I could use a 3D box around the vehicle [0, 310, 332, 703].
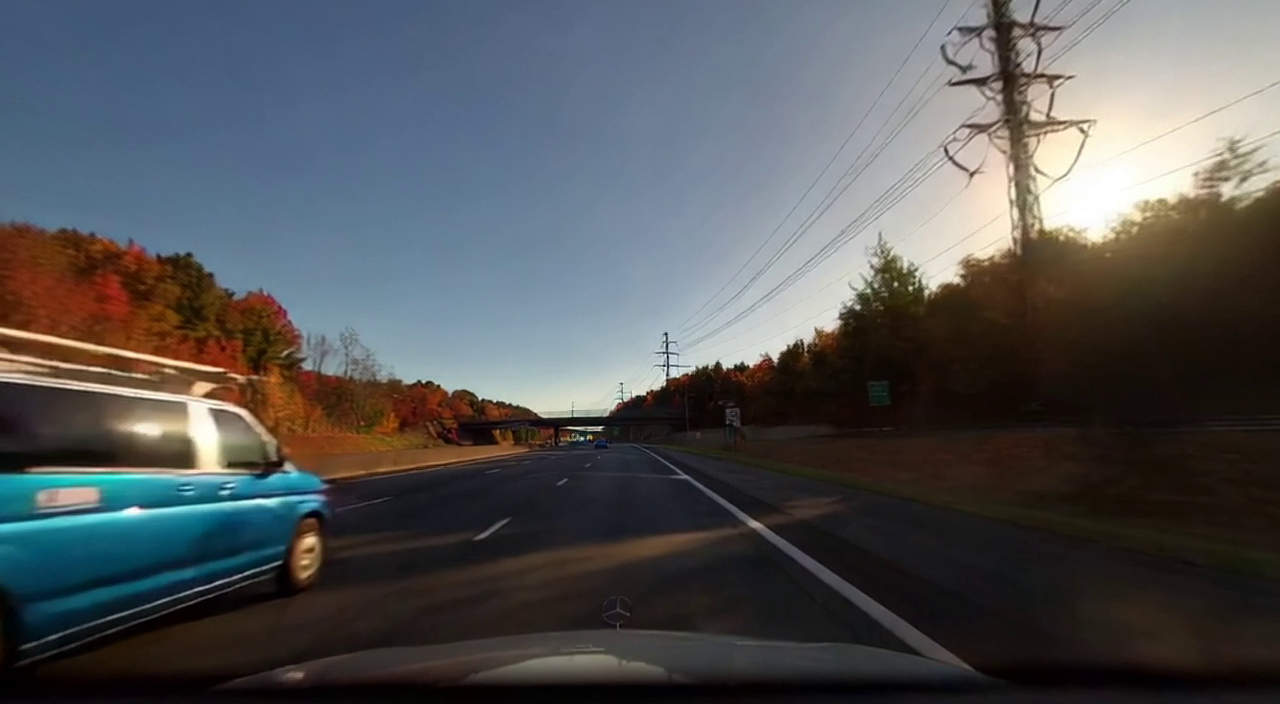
[{"bbox_3d":[-3.621,0.846,2.464,2.263,1.985,5.176,0,-8,-1],"label":"vehicle"}]
